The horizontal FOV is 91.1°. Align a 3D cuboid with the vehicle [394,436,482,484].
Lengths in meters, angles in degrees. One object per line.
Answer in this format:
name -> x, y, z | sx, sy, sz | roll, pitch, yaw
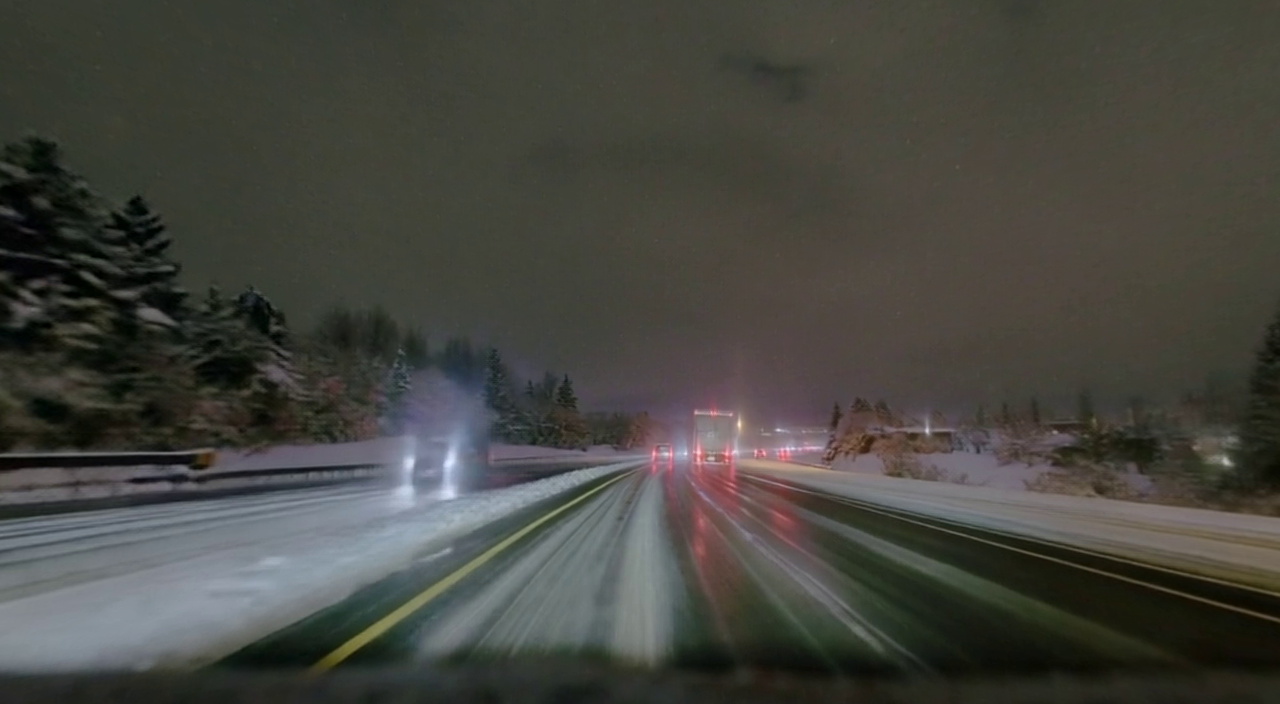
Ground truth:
vehicle -> -11.017, 5.955, 35.006 | 2.407, 2.392, 6.388 | -1, -9, 3
